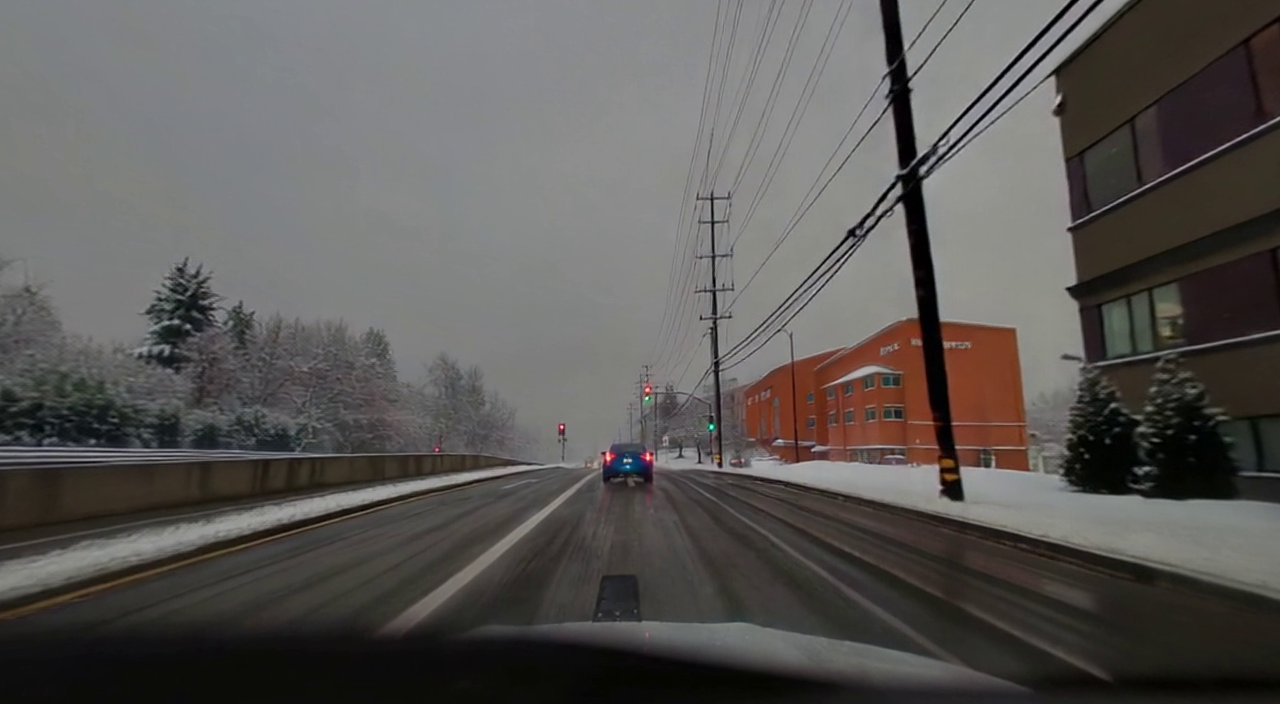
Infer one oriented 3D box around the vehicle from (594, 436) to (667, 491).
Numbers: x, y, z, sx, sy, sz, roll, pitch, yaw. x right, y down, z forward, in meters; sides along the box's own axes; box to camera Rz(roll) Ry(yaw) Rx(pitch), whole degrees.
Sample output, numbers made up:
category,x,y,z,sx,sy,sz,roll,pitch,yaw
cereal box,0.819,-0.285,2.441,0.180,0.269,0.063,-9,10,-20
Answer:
category,x,y,z,sx,sy,sz,roll,pitch,yaw
vehicle,-0.349,3.475,20.121,2.123,1.566,3.662,0,-8,-2
